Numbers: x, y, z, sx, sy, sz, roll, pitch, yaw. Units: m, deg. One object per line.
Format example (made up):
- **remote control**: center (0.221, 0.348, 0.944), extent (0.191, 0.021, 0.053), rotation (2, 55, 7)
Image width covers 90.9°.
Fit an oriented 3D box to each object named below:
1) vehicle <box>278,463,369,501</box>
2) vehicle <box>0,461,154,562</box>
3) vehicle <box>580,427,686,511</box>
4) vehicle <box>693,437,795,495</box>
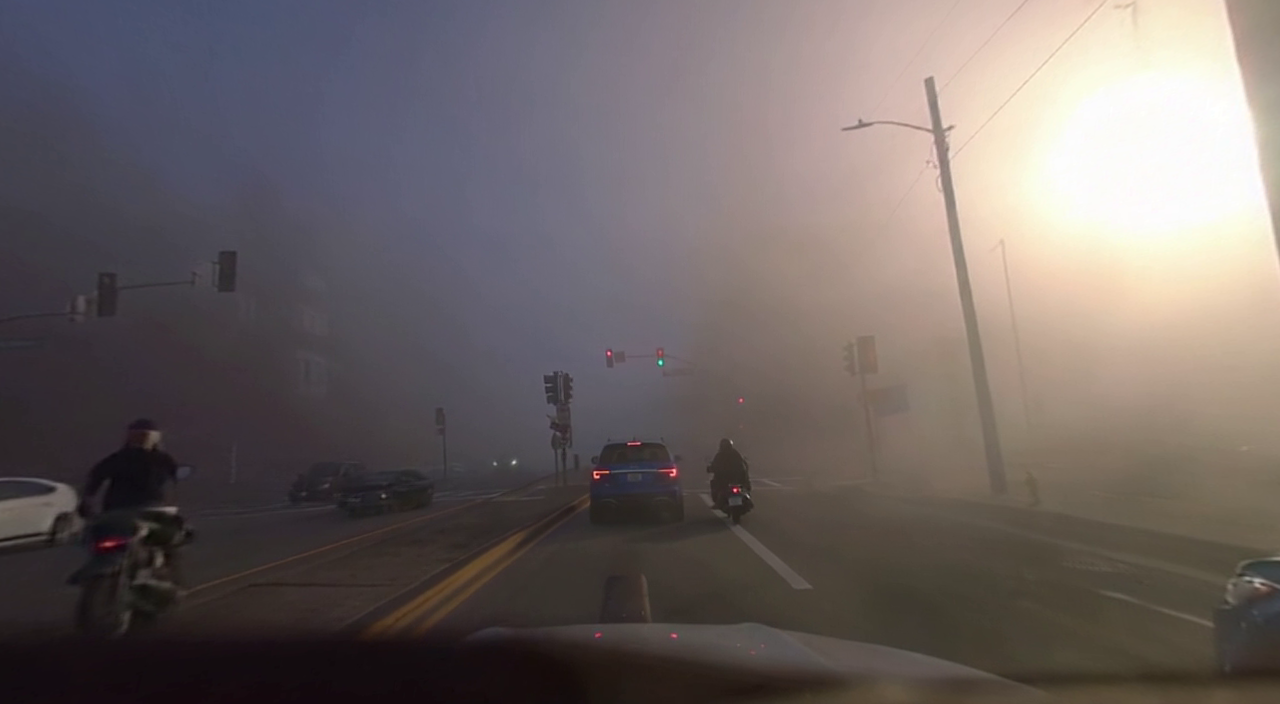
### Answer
- **vehicle**: center (-14.698, 6.042, 29.647), extent (1.963, 1.492, 4.885), rotation (0, -9, -3)
- **vehicle**: center (-13.001, 3.286, 13.448), extent (1.871, 1.786, 4.386), rotation (0, -9, -3)
- **vehicle**: center (-0.131, 2.813, 15.573), extent (2.265, 1.748, 4.130), rotation (0, -9, 1)
- **vehicle**: center (2.922, 3.332, 18.806), extent (2.101, 1.507, 4.355), rotation (0, -9, -3)
